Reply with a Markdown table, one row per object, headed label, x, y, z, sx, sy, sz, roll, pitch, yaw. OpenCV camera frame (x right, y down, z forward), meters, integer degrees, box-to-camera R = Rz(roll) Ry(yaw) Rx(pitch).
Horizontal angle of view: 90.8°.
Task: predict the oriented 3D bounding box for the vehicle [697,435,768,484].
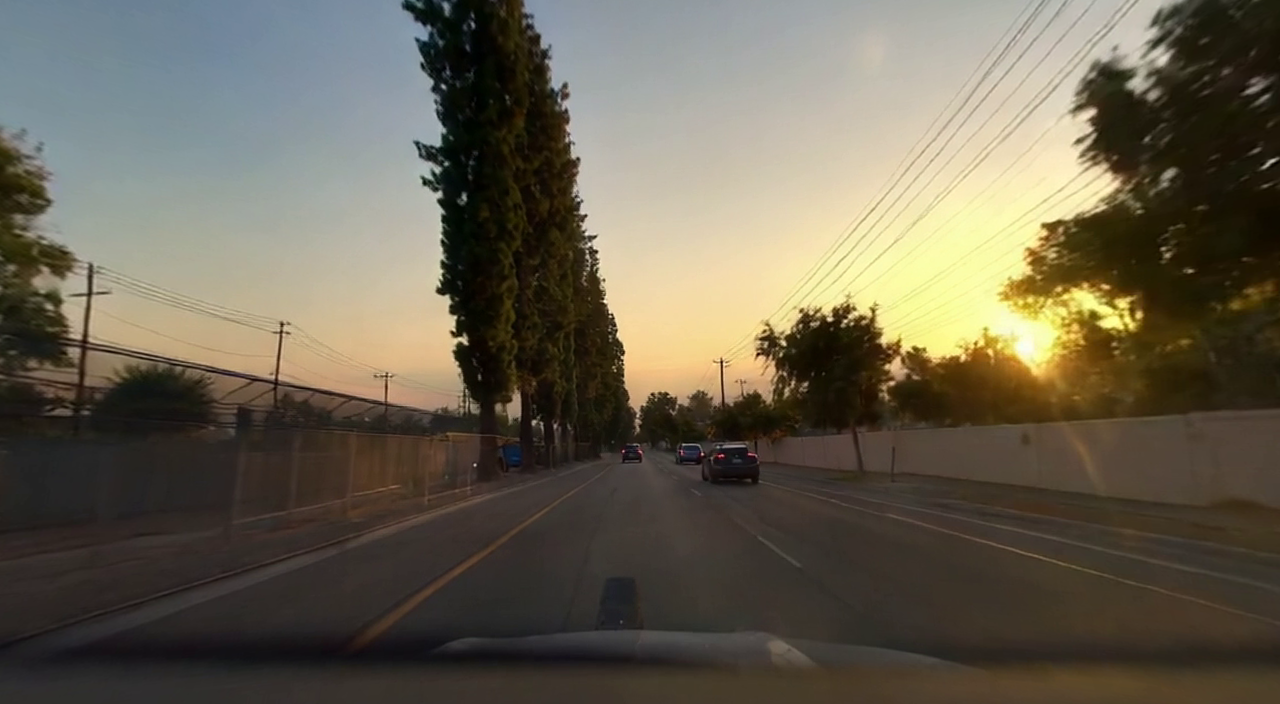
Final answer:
| label | x | y | z | sx | sy | sz | roll | pitch | yaw |
| --- | --- | --- | --- | --- | --- | --- | --- | --- | --- |
| vehicle | 3.703 | 4.431 | 26.267 | 2.112 | 1.825 | 4.574 | 0 | -8 | -2 |

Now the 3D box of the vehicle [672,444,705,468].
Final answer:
| label | x | y | z | sx | sy | sz | roll | pitch | yaw |
| --- | --- | --- | --- | --- | --- | --- | --- | --- | --- |
| vehicle | 3.451 | 7.482 | 45.528 | 2.012 | 1.653 | 4.115 | 0 | -8 | -1 |
